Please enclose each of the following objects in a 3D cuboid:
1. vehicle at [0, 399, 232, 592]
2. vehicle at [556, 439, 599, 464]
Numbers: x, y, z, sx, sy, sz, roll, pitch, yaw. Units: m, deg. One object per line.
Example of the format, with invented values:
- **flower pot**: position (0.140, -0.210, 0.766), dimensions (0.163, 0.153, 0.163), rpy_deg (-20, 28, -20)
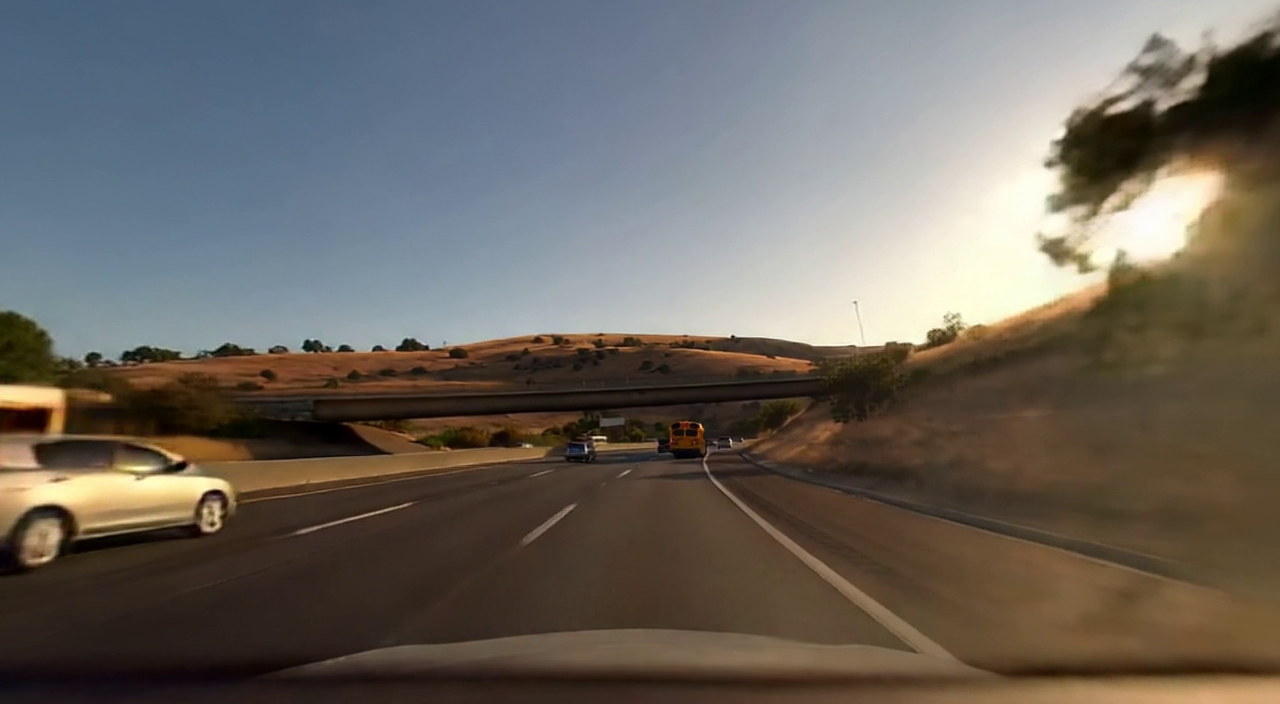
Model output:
- **vehicle**: position (-6.722, 1.364, 6.221), dimensions (2.172, 1.689, 4.625), rpy_deg (0, -8, 2)
- **vehicle**: position (-4.410, 7.072, 44.996), dimensions (2.106, 1.704, 4.637), rpy_deg (-1, -9, 7)
